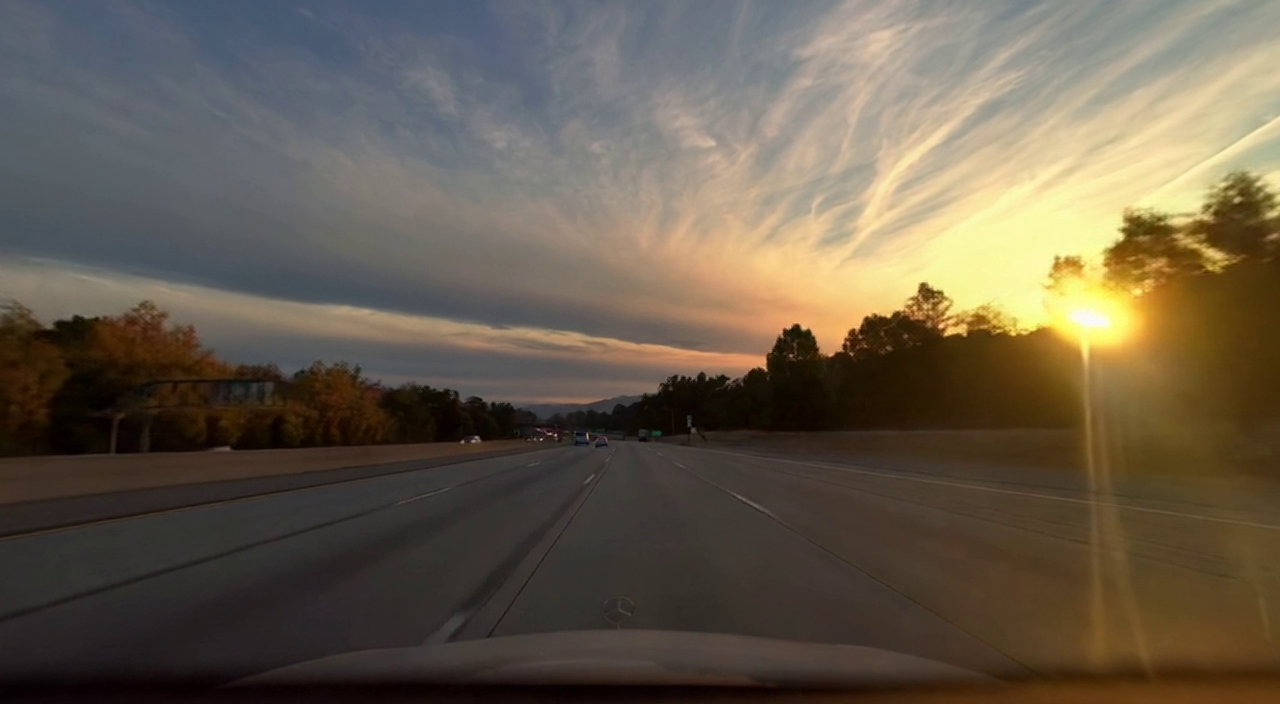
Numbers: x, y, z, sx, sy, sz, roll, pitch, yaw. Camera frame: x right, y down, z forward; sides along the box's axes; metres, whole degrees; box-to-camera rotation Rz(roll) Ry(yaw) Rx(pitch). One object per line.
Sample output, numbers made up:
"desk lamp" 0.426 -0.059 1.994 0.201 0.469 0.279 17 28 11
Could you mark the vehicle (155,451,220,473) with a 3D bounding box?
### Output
"vehicle" -34.362 8.356 47.870 1.718 1.467 4.192 -1 -8 3
